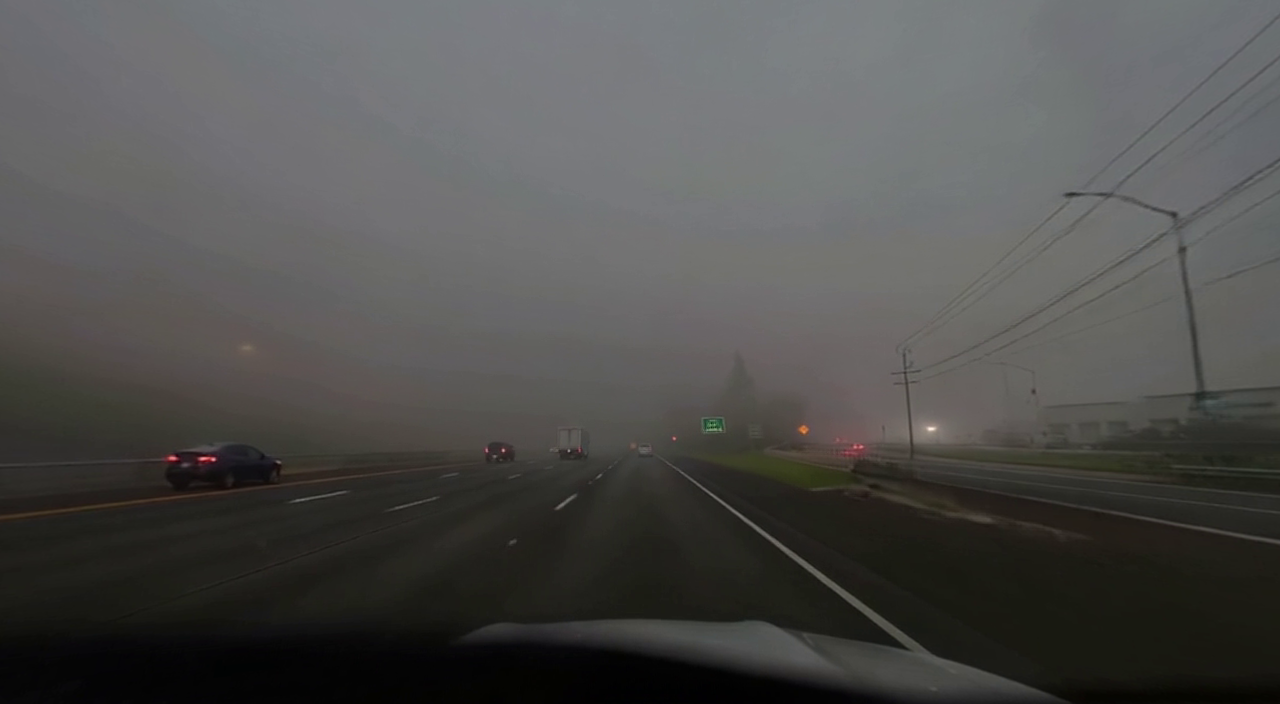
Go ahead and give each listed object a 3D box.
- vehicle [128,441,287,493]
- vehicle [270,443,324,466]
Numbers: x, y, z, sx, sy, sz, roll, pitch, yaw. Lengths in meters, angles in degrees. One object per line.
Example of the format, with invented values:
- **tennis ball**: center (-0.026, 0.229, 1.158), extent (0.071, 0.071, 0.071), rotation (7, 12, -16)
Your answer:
- **vehicle**: center (-13.778, 3.650, 20.487), extent (1.988, 1.477, 4.442), rotation (0, -8, 0)
- **vehicle**: center (-22.758, 6.792, 41.969), extent (1.566, 1.433, 3.548), rotation (-2, -9, 1)
